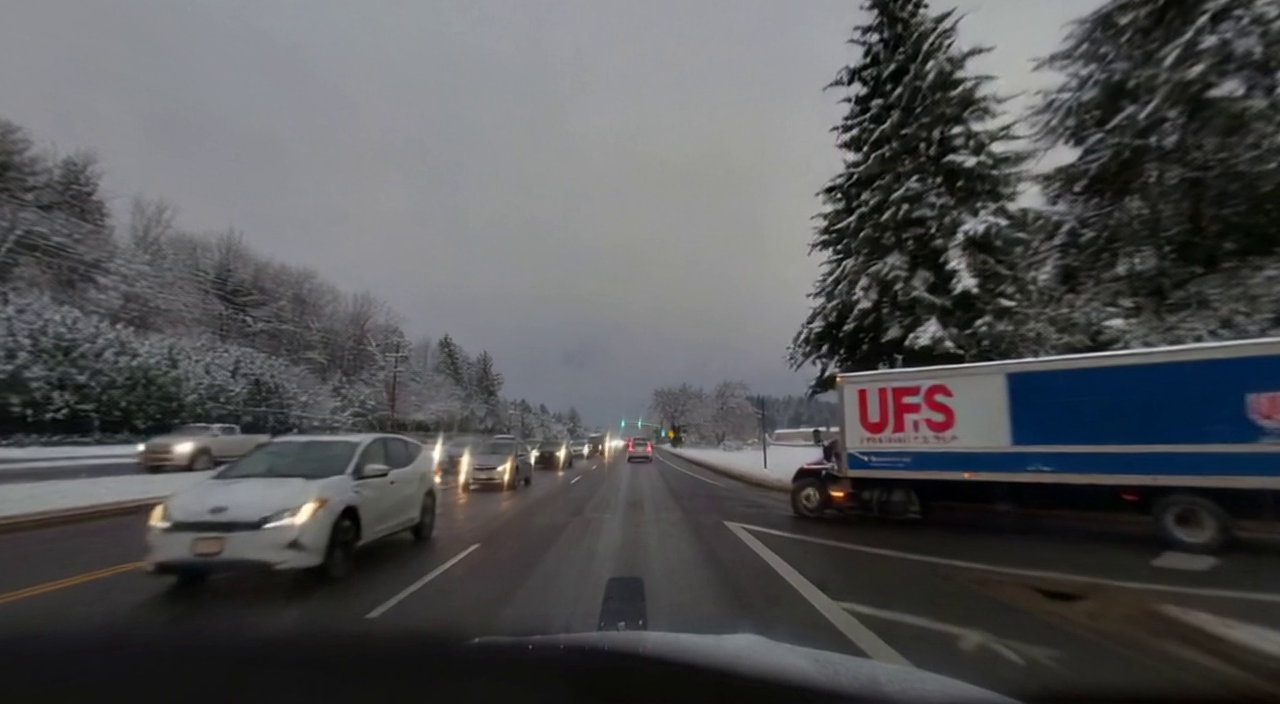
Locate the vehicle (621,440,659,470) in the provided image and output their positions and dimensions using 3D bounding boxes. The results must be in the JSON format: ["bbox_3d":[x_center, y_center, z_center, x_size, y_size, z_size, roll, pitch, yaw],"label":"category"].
[{"bbox_3d":[-0.024,5.474,33.736,1.875,1.453,3.888,0,-8,-1],"label":"vehicle"}]

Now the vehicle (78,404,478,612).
[{"bbox_3d":[-3.519,1.585,7.395,2.007,1.664,4.431,-1,-8,1],"label":"vehicle"}]

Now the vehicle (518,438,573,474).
[{"bbox_3d":[-4.273,4.790,29.257,1.871,1.502,4.240,-1,-8,0],"label":"vehicle"}]

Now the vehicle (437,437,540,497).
[{"bbox_3d":[-4.241,3.276,18.475,1.904,1.496,4.481,0,-8,0],"label":"vehicle"}]

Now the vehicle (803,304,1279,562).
[{"bbox_3d":[7.404,1.362,10.389,3.138,3.120,8.670,7,-11,-43],"label":"vehicle"}]

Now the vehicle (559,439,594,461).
[{"bbox_3d":[-4.305,6.707,43.374,1.975,1.447,4.356,-1,-8,1],"label":"vehicle"}]
